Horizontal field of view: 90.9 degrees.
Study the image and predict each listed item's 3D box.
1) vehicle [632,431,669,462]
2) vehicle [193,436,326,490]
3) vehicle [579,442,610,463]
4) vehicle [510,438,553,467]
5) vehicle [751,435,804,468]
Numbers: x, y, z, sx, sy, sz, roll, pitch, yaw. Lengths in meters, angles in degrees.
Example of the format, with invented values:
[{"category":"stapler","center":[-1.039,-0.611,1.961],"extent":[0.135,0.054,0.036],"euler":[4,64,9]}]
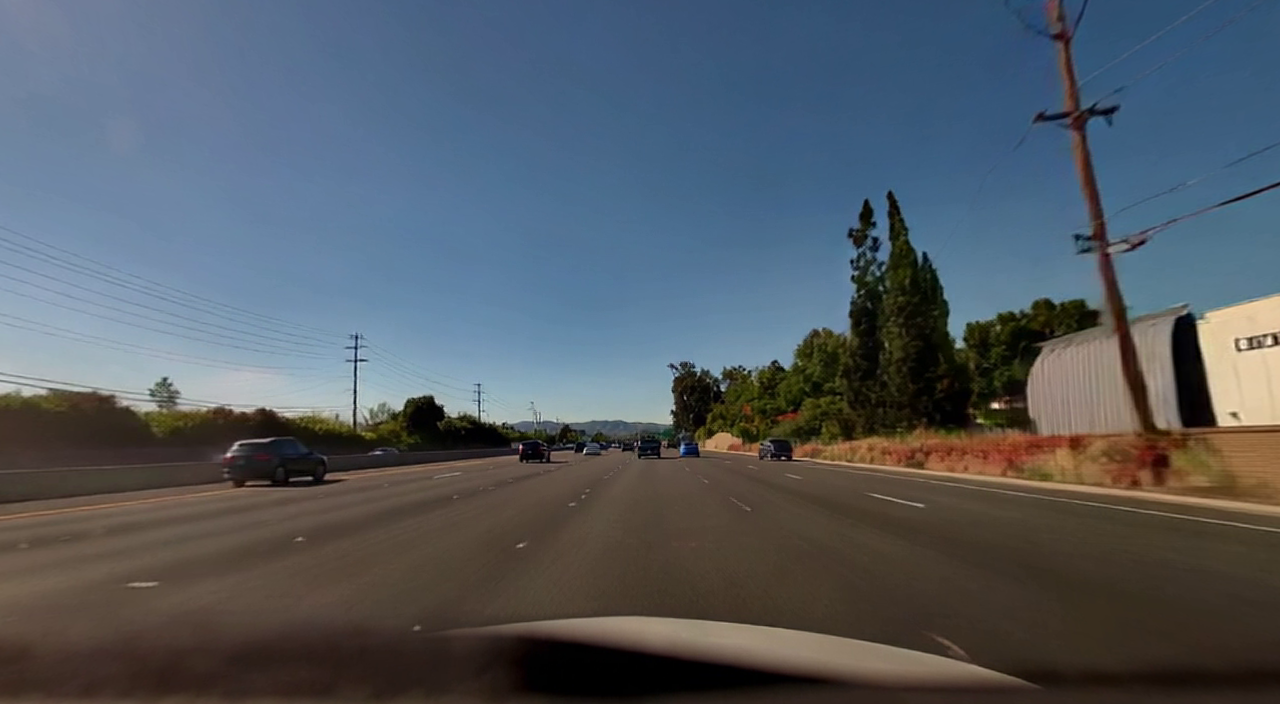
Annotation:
[{"category":"vehicle","center":[0.751,7.274,48.455],"extent":[2.622,2.208,5.320],"euler":[0,-8,0]},{"category":"vehicle","center":[-14.533,4.205,24.503],"extent":[2.149,1.846,4.713],"euler":[-1,-8,1]},{"category":"vehicle","center":[-3.390,7.572,47.559],"extent":[1.979,1.469,4.378],"euler":[0,-8,1]},{"category":"vehicle","center":[-7.060,6.576,41.393],"extent":[2.007,1.732,4.395],"euler":[0,-8,1]},{"category":"vehicle","center":[7.673,5.588,35.600],"extent":[1.937,1.698,4.322],"euler":[0,-8,-1]}]
